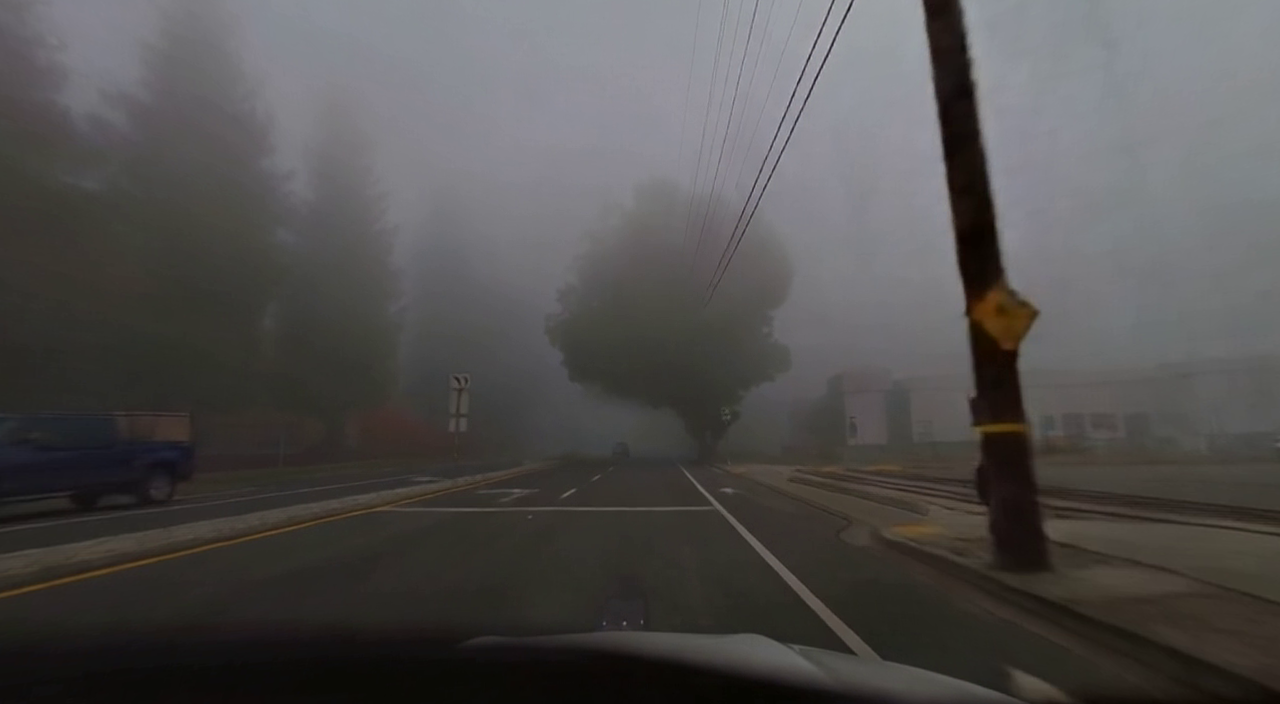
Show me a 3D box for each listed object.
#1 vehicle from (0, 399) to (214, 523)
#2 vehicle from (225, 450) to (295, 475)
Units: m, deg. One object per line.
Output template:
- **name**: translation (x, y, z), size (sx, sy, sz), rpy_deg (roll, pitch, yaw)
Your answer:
- **vehicle**: translation (-12.961, 2.288, 13.550), size (2.798, 2.249, 6.296), rpy_deg (-1, -8, 5)
- **vehicle**: translation (-24.949, 7.256, 41.526), size (1.805, 1.461, 4.321), rpy_deg (0, -8, 2)
